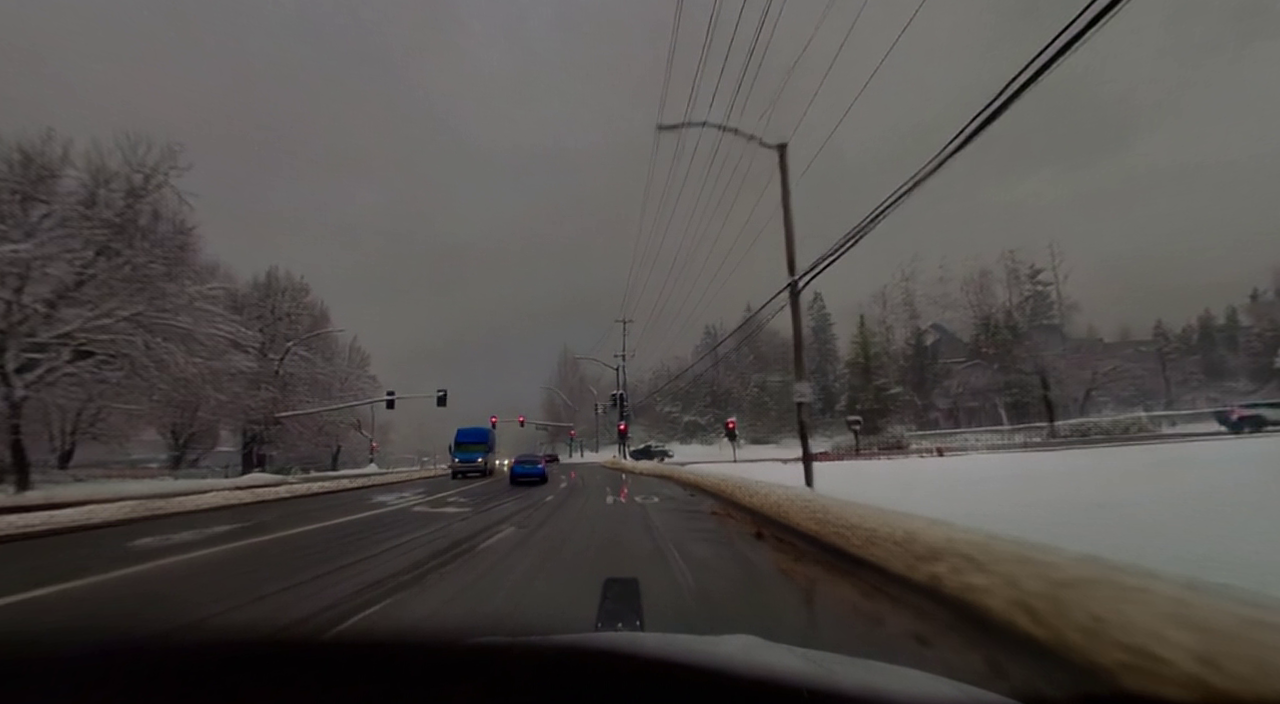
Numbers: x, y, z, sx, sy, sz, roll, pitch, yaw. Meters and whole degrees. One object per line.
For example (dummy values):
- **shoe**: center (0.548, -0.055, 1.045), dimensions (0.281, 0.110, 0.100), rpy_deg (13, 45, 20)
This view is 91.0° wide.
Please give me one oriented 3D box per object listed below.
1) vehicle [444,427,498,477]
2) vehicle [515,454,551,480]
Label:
- **vehicle**: center (-10.698, 6.399, 40.376), dimensions (2.461, 2.889, 6.776), rpy_deg (2, -9, -8)
- **vehicle**: center (-6.553, 7.057, 38.930), dimensions (2.019, 1.485, 4.565), rpy_deg (2, -9, -8)
